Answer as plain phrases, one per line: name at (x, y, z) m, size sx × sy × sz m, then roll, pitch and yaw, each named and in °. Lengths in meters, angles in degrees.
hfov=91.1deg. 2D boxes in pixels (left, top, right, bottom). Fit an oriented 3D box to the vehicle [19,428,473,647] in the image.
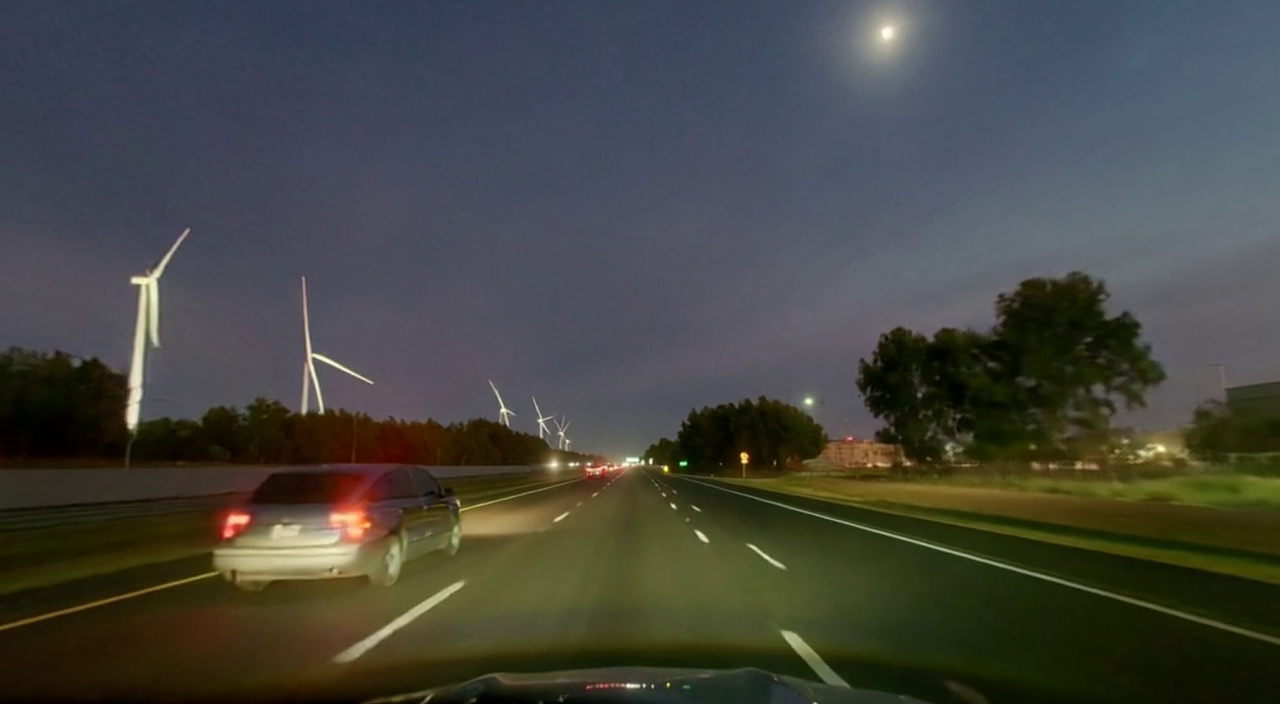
vehicle at (-3.325, 1.683, 6.538) m, size 2.001 × 1.486 × 4.104 m, roll 1°, pitch -10°, yaw 0°
